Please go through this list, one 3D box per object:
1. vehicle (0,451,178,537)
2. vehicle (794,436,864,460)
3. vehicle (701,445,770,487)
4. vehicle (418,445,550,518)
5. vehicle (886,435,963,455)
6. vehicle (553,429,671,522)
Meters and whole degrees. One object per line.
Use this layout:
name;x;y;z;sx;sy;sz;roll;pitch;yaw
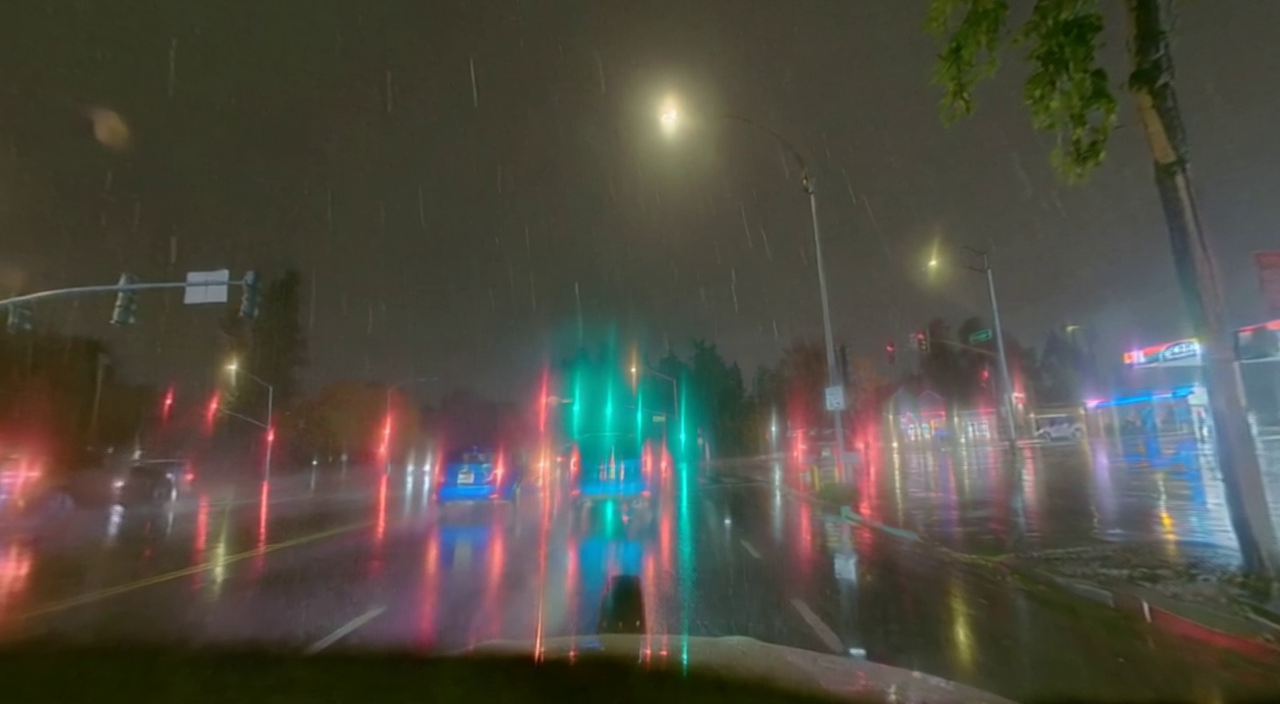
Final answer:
vehicle;-13.477;3.126;14.580;1.995;1.626;4.592;0;-8;2
vehicle;13.875;7.054;46.544;4.524;1.681;1.823;0;-8;-1
vehicle;3.870;4.436;24.993;1.976;1.462;4.342;-3;-9;18
vehicle;-3.552;3.016;15.317;2.003;1.492;4.291;0;-8;2
vehicle;20.767;6.830;46.255;4.700;1.417;1.789;0;-8;1
vehicle;-0.504;2.621;13.985;2.210;1.722;4.215;0;-8;1
